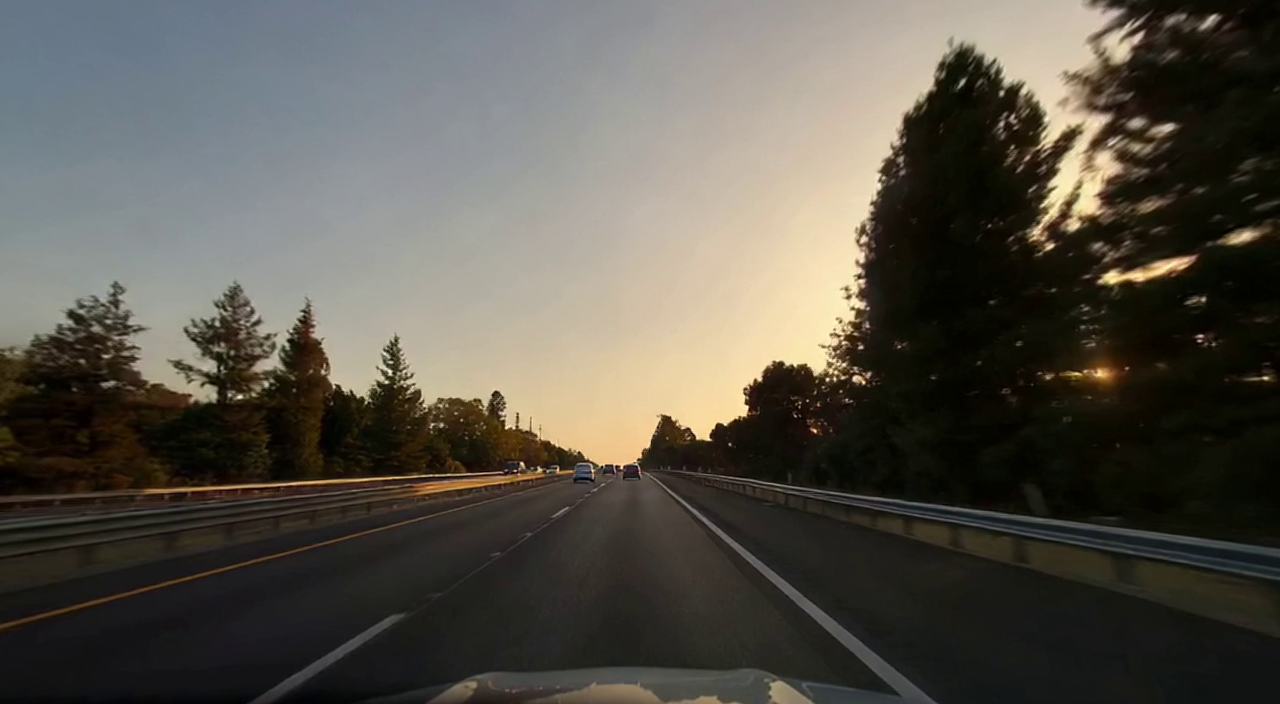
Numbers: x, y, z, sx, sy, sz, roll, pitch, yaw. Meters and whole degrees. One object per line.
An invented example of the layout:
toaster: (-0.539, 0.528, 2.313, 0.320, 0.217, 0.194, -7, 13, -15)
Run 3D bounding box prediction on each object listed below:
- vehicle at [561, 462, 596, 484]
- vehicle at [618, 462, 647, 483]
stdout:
vehicle: (-4.321, 8.562, 44.681, 2.088, 1.466, 3.939, 1, -10, 0)
vehicle: (-0.579, 9.273, 48.479, 2.071, 1.507, 4.324, 1, -10, 0)
